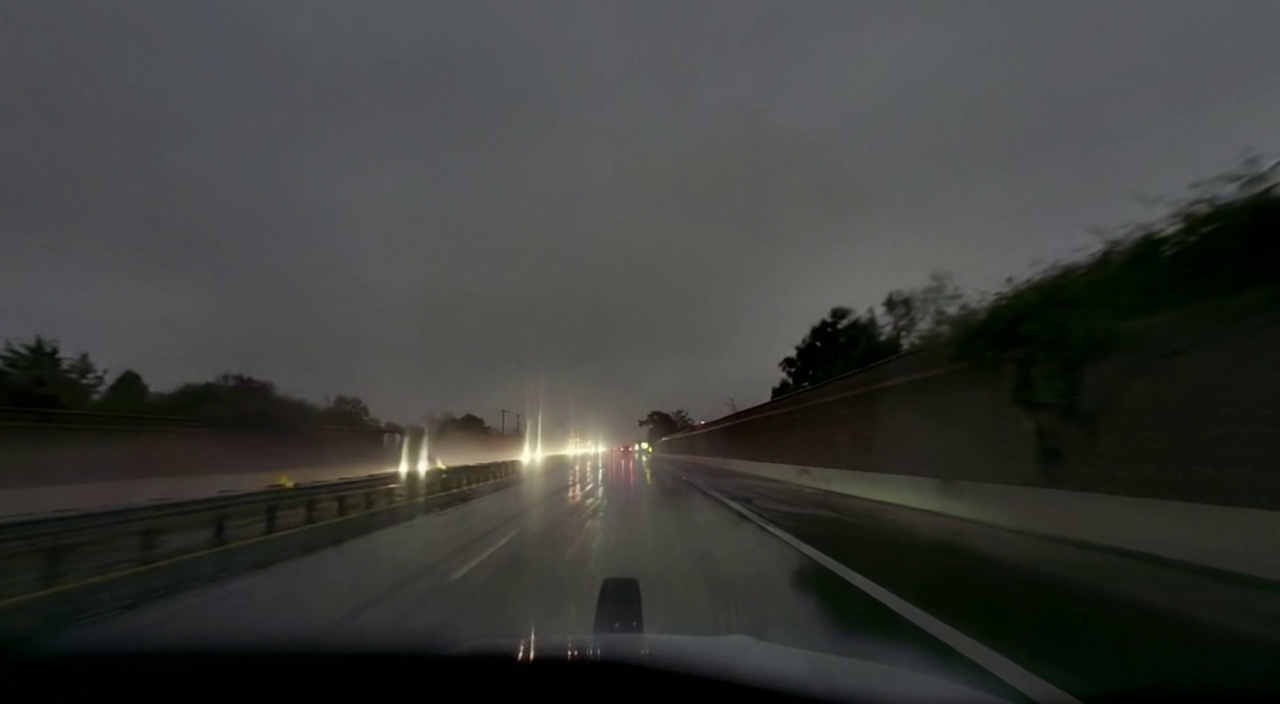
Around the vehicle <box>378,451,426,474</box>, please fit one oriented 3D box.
[{"bbox_3d":[-17.344,8.059,45.956,1.936,1.576,4.524,0,-9,-3],"label":"vehicle"}]
